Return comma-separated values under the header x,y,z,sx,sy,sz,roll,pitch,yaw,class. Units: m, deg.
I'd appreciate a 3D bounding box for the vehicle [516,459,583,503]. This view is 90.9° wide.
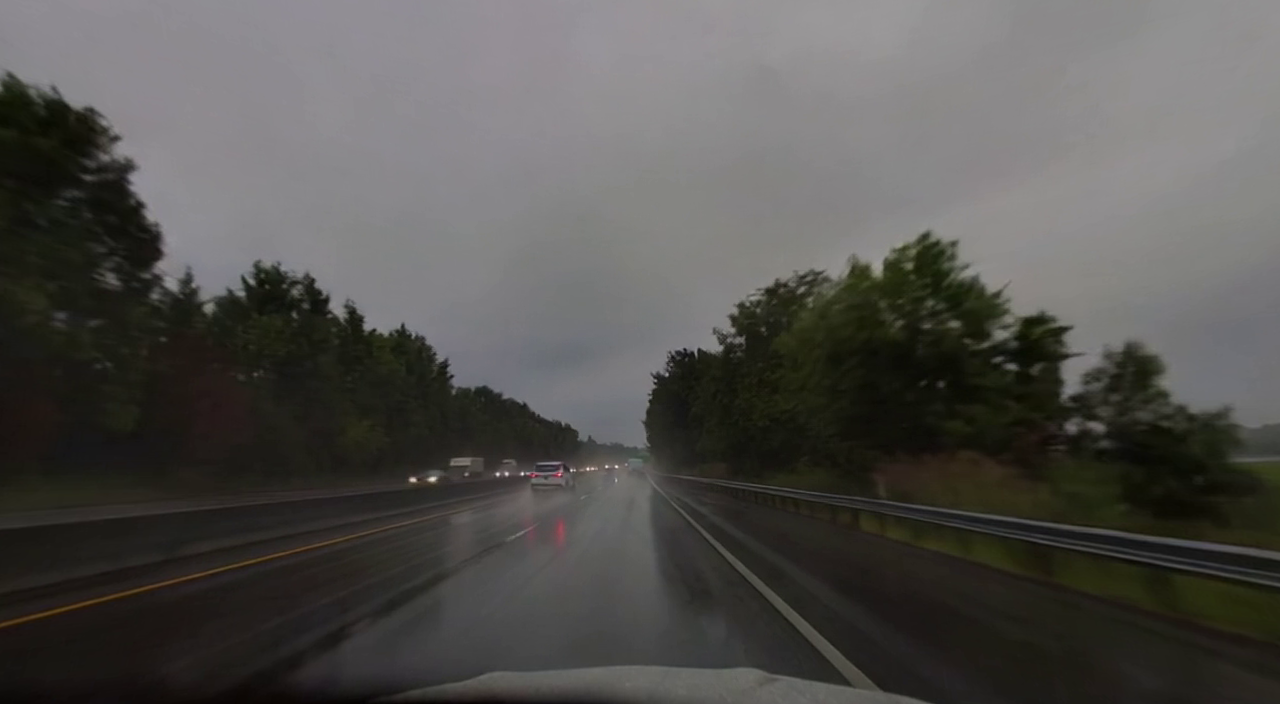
x,y,z,sx,sy,sz,roll,pitch,yaw,class
-3.763,5.509,27.076,2.124,1.705,4.440,1,-11,1,vehicle

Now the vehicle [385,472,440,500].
x,y,z,sx,sy,sz,roll,pitch,yaw,class
-12.627,7.457,35.153,1.687,1.411,3.627,1,-11,1,vehicle
